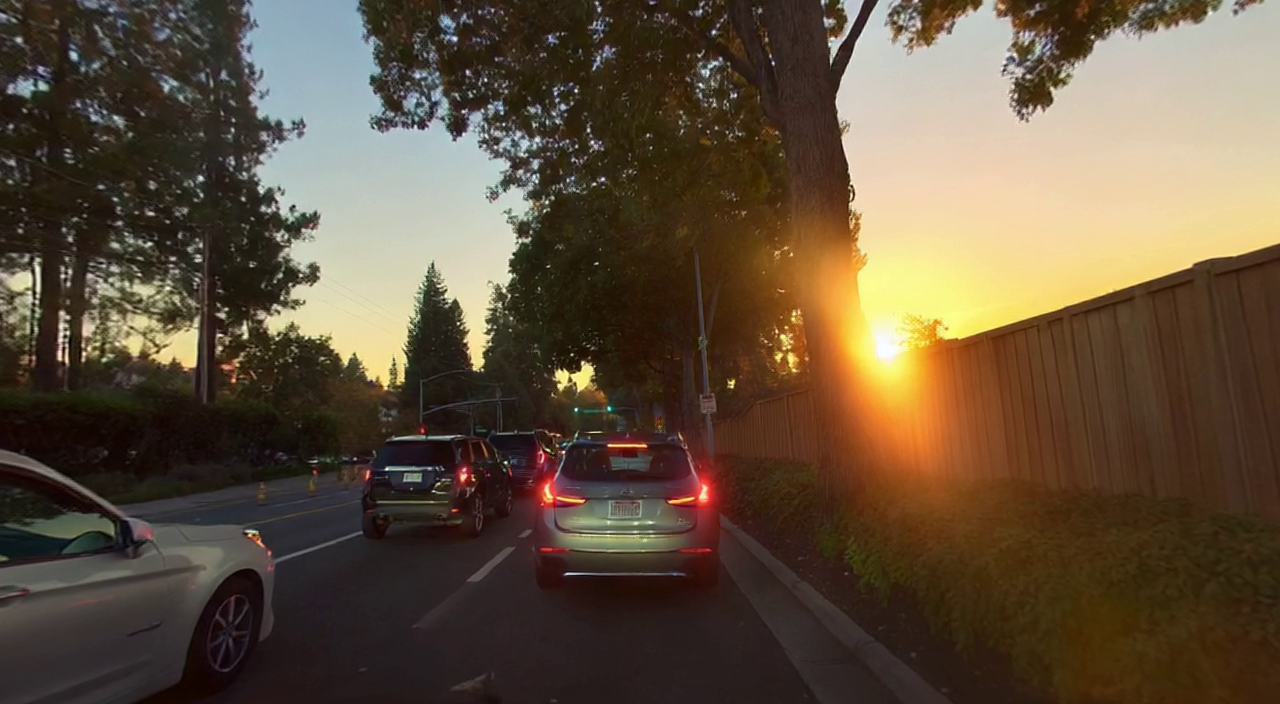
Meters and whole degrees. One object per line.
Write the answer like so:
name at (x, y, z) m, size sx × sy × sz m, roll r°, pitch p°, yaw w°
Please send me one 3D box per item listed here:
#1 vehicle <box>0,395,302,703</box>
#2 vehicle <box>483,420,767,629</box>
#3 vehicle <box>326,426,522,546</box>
vehicle at (-3.122, 0.837, 1.582) m, size 1.980 × 1.520 × 4.636 m, roll 0°, pitch -8°, yaw 0°
vehicle at (-0.136, 1.511, 6.450) m, size 1.995 × 1.460 × 3.865 m, roll 0°, pitch -8°, yaw -1°
vehicle at (-3.222, 2.063, 10.267) m, size 1.850 × 1.582 × 3.688 m, roll 0°, pitch -8°, yaw 0°
